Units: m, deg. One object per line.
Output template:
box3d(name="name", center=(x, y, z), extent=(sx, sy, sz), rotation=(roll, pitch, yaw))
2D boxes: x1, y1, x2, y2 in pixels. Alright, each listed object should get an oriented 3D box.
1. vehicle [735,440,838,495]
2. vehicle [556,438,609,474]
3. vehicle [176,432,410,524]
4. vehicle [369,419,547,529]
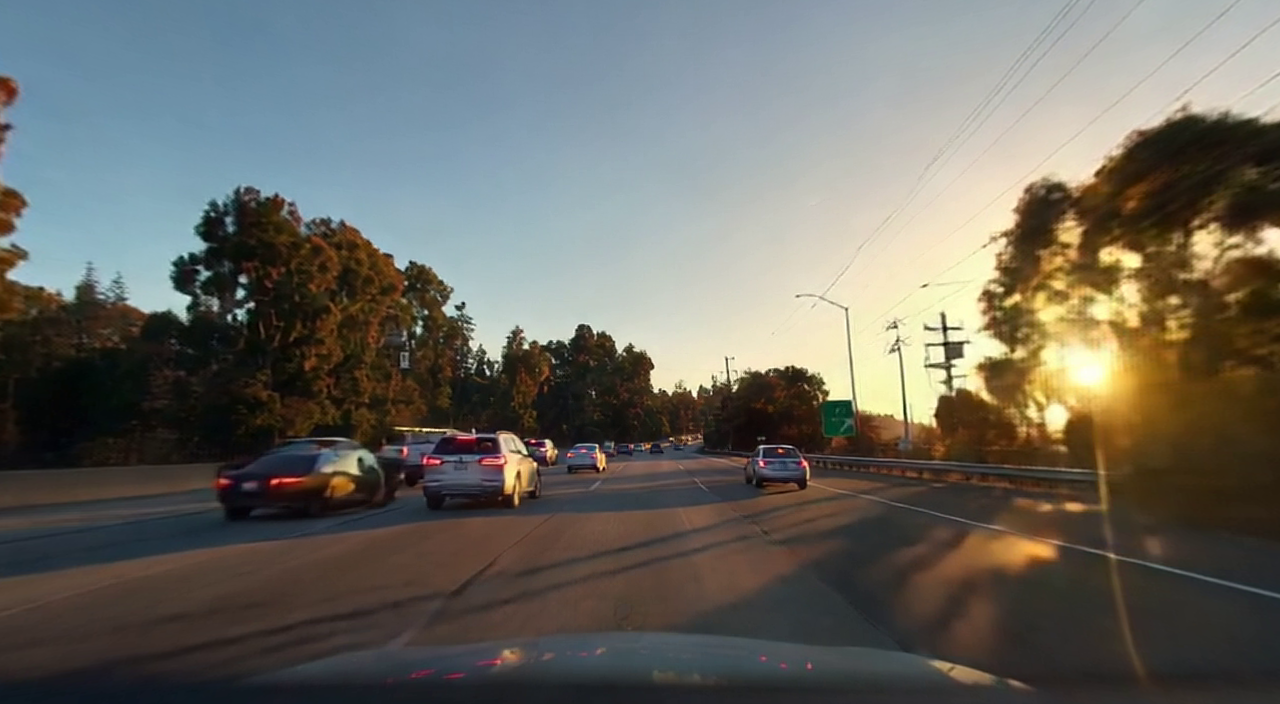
box3d(name="vehicle", center=(4.288, 3.441, 19.270), extent=(2.022, 1.472, 4.678), rotation=(0, -8, 0))
box3d(name="vehicle", center=(-2.832, 5.263, 32.044), extent=(2.133, 1.668, 4.505), rotation=(0, -8, 2))
box3d(name="vehicle", center=(-6.759, 2.493, 13.138), extent=(2.049, 1.544, 4.866), rotation=(0, -8, 1))
box3d(name="vehicle", center=(-3.319, 2.332, 12.641), extent=(2.133, 1.775, 4.530), rotation=(0, -8, 1))
